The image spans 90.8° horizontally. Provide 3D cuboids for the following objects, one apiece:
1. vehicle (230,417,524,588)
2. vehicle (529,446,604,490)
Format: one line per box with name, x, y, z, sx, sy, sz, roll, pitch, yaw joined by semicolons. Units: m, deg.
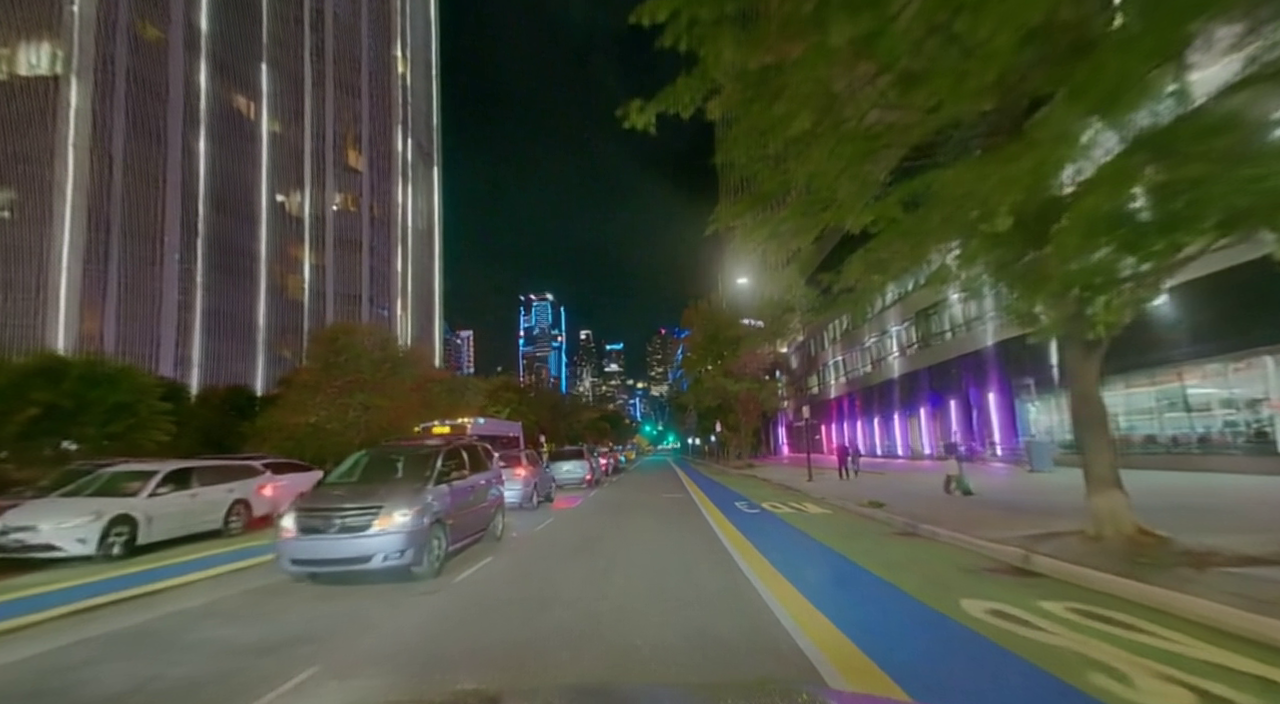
vehicle;-3.309;1.983;9.239;2.225;1.848;4.472;0;-8;2
vehicle;-2.870;4.657;25.854;2.266;1.621;4.783;-1;-8;3
